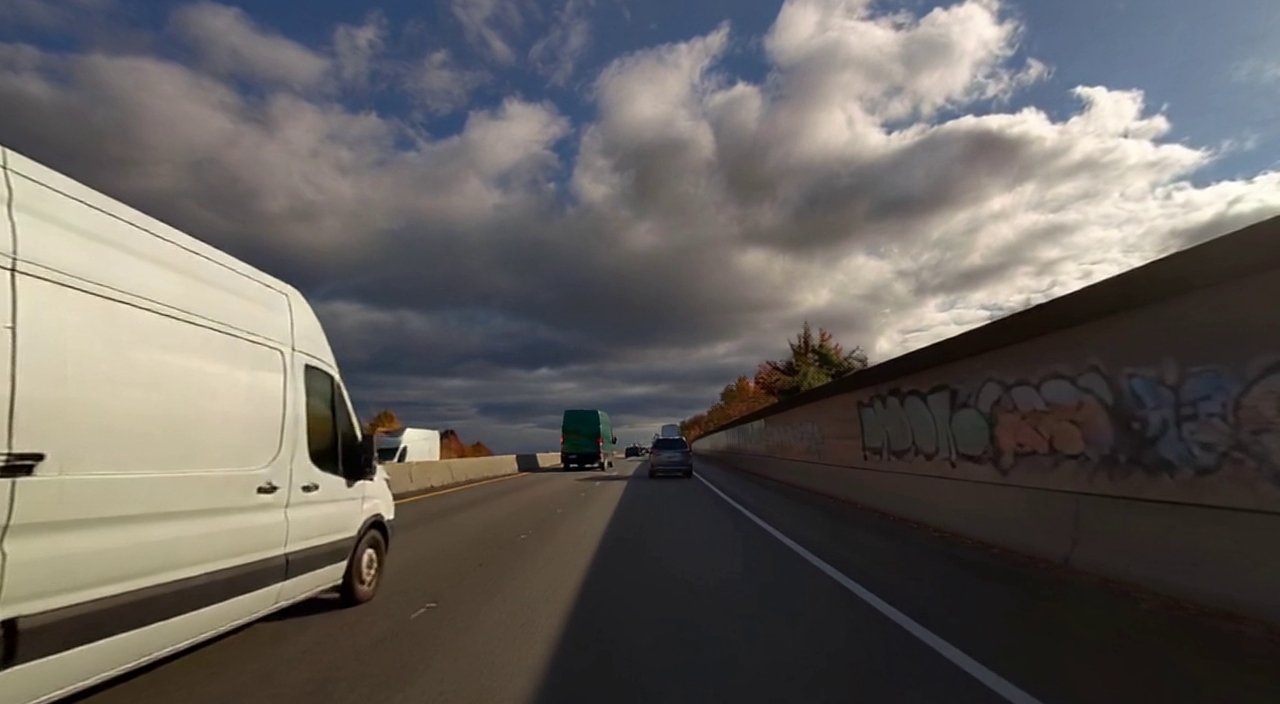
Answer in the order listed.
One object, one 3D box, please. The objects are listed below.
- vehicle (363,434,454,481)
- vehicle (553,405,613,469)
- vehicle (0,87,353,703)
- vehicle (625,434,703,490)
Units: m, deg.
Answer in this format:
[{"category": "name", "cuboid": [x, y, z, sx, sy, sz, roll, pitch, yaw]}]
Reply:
[{"category": "vehicle", "cuboid": [-13.712, 6.283, 38.047, 2.517, 2.513, 7.177, 0, -8, 2]}, {"category": "vehicle", "cuboid": [-2.612, 4.101, 30.217, 2.334, 2.769, 5.087, 0, -8, 0]}, {"category": "vehicle", "cuboid": [-3.401, 0.301, 2.226, 2.185, 2.503, 5.477, 0, -8, -1]}, {"category": "vehicle", "cuboid": [0.670, 3.229, 18.882, 2.071, 1.487, 3.948, 0, -8, 1]}]
